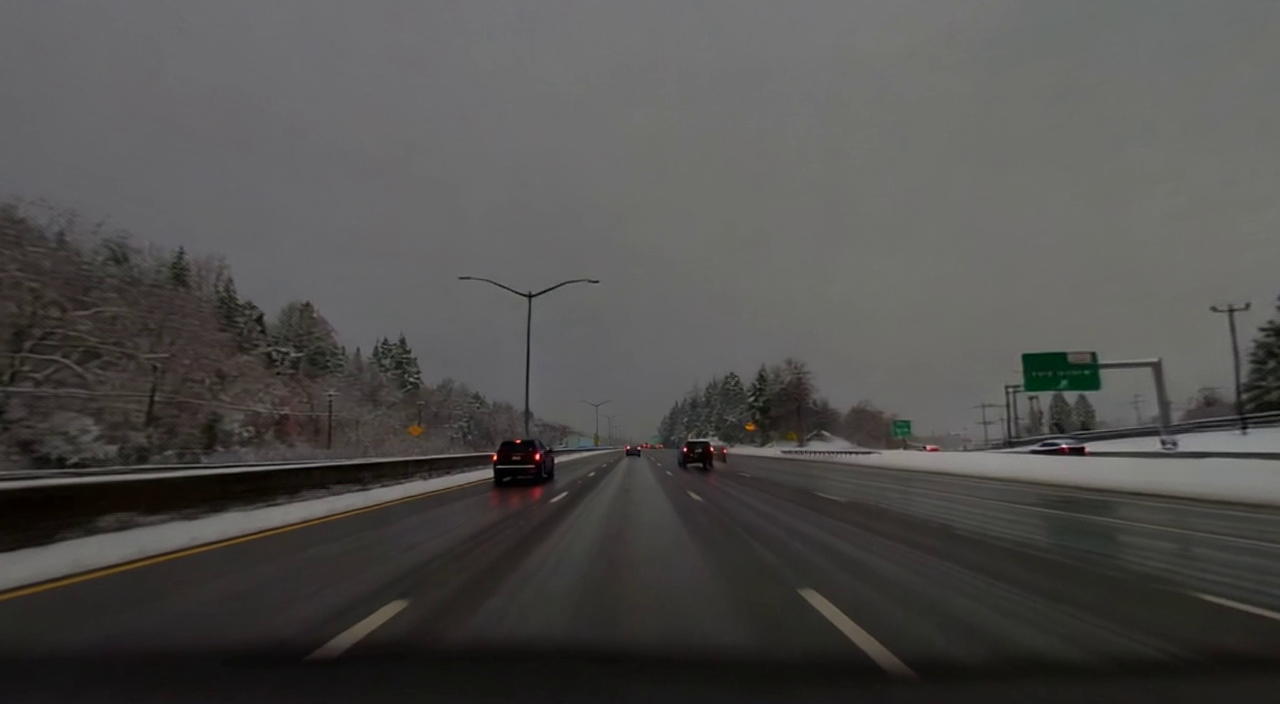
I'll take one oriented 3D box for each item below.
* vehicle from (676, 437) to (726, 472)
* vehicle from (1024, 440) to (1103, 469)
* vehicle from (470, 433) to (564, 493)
[{"bbox_3d":[2.994,5.139,31.862,1.997,1.638,4.281,0,-9,-1],"label":"vehicle"},{"bbox_3d":[28.138,6.801,42.213,2.070,1.782,5.006,-1,-9,5],"label":"vehicle"},{"bbox_3d":[-3.799,3.522,20.424,2.099,1.682,4.590,0,-9,0],"label":"vehicle"}]
